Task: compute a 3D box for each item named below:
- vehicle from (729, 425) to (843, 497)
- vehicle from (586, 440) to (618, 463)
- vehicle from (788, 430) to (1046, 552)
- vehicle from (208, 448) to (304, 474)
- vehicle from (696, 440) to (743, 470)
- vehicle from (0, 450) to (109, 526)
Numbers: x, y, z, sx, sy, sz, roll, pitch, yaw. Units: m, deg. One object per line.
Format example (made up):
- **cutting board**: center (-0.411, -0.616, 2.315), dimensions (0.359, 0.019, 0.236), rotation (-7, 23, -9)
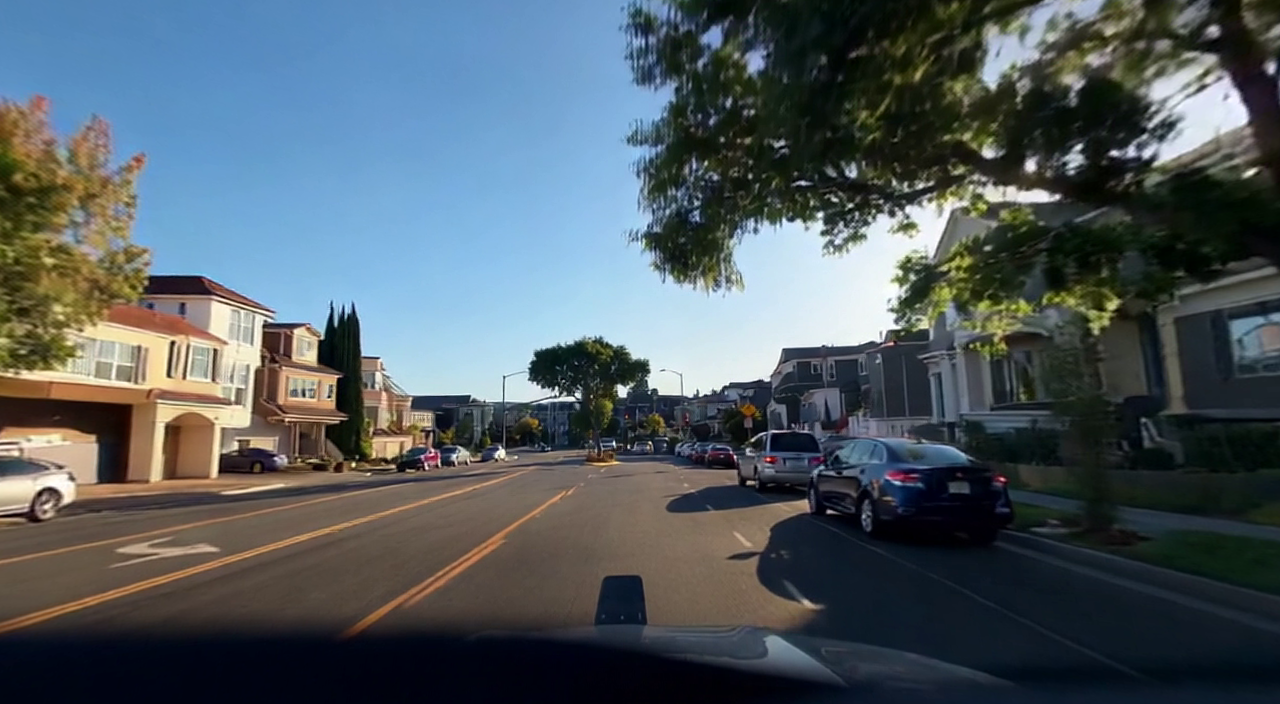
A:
- **vehicle**: center (3.977, 3.073, 18.071), dimensions (2.069, 1.780, 4.480), rotation (0, -9, -2)
- **vehicle**: center (-2.573, 6.911, 43.905), dimensions (1.986, 1.508, 4.261), rotation (0, -9, 0)
- **vehicle**: center (3.921, 2.034, 10.015), dimensions (1.956, 1.468, 4.524), rotation (0, -9, -1)
- **vehicle**: center (-22.333, 6.343, 36.839), dimensions (4.397, 1.423, 1.789), rotation (0, -9, 2)
- **vehicle**: center (4.214, 5.516, 34.121), dimensions (1.964, 1.485, 4.454), rotation (0, -9, 1)
- **vehicle**: center (-14.138, 2.824, 13.151), dimensions (1.923, 1.535, 4.862), rotation (0, -9, 0)
